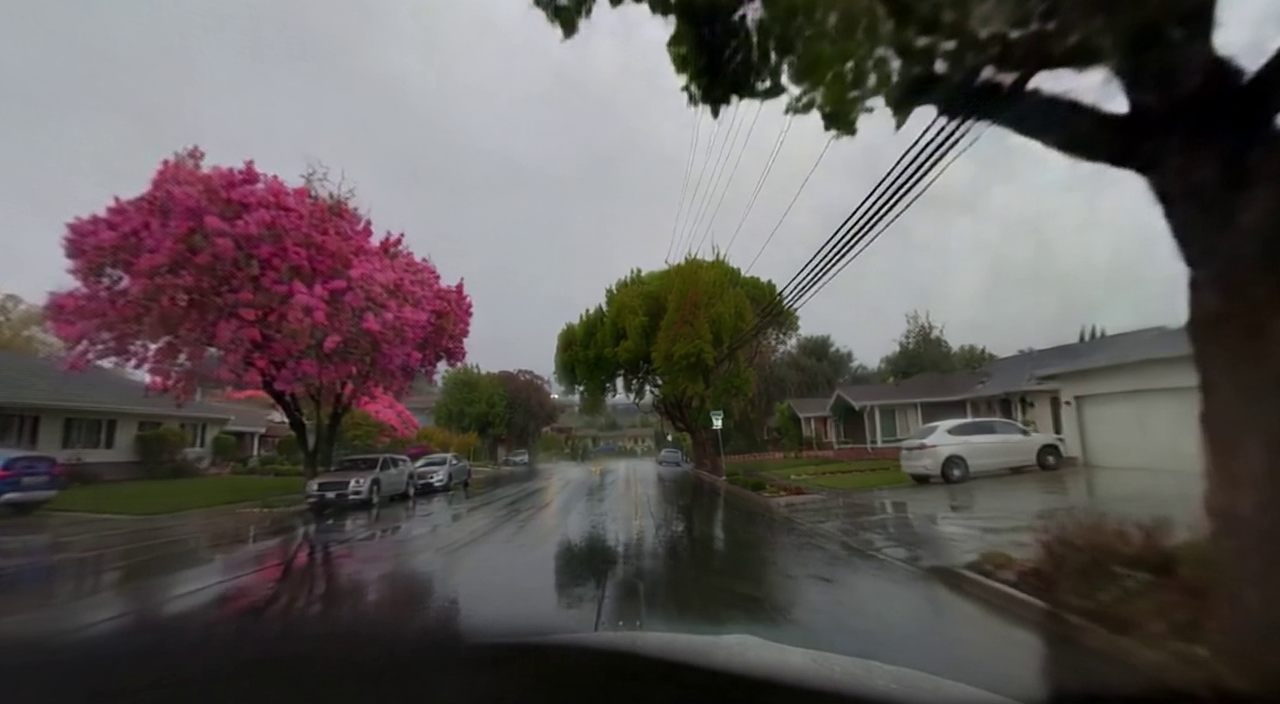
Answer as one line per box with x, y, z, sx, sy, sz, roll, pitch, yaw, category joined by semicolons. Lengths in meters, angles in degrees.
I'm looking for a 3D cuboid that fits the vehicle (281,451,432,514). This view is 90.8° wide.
-7.625;3.527;17.624;2.034;1.493;4.524;0;-9;1;vehicle

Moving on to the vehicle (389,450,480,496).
-7.362;4.360;23.122;1.896;1.484;4.298;0;-9;0;vehicle

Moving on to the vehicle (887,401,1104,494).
8.578;2.355;15.562;4.025;1.738;1.920;-6;-9;-1;vehicle
